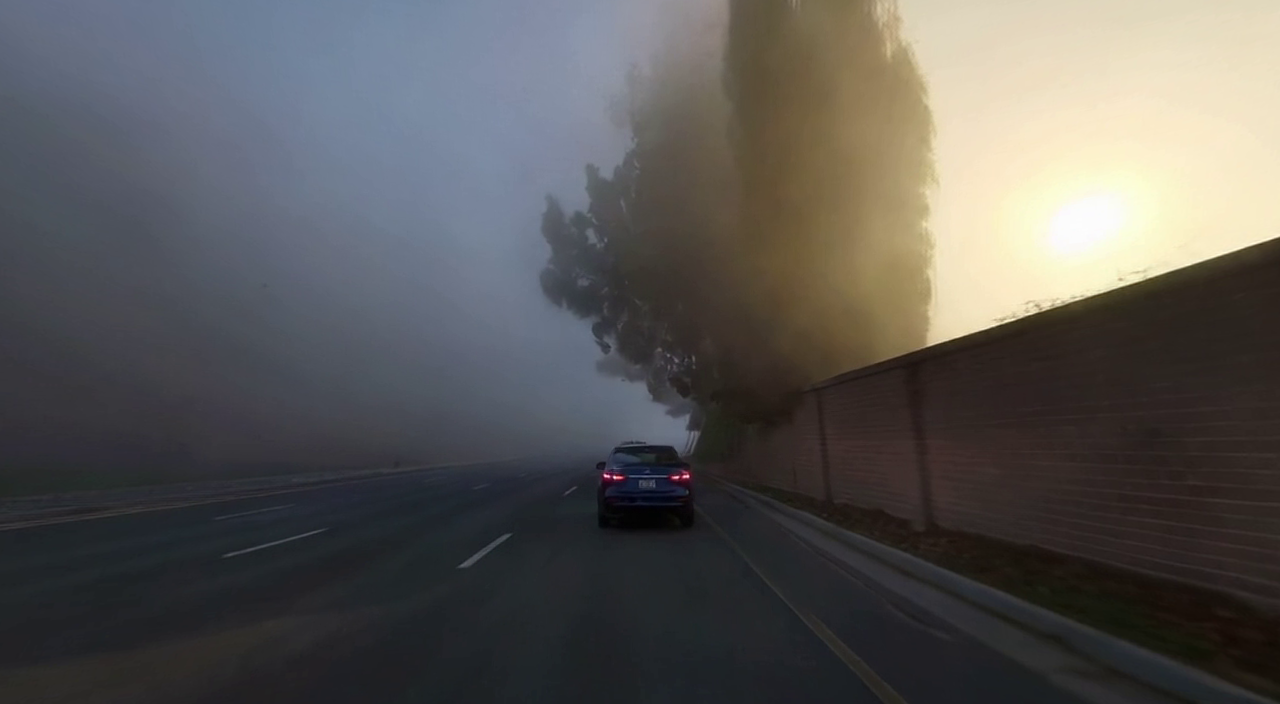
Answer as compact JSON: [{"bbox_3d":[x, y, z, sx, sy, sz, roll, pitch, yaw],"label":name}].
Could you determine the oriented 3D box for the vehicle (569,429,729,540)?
[{"bbox_3d":[0.078,2.138,10.888,2.205,1.509,4.272,0,-8,-1],"label":"vehicle"}]
